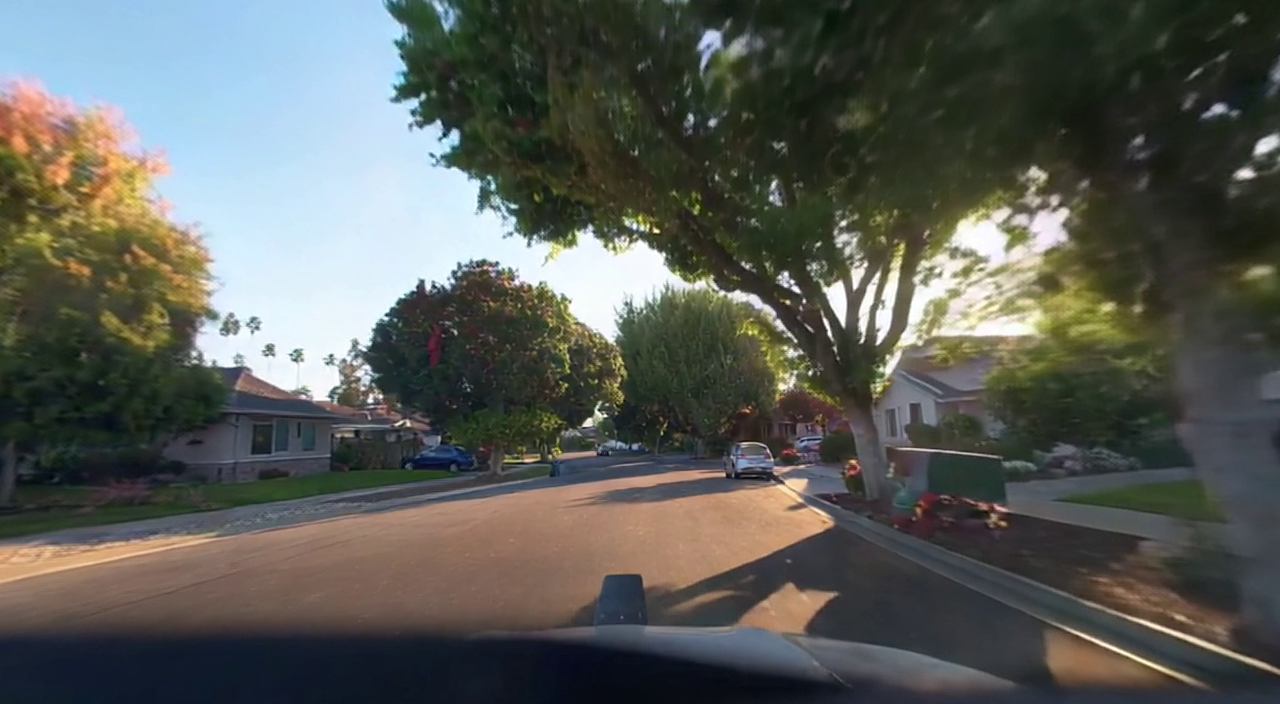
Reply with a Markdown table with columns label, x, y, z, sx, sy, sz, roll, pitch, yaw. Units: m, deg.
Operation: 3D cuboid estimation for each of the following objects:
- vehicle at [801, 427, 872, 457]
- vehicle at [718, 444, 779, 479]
| label | x | y | z | sx | sy | sz | roll | pitch | yaw |
| --- | --- | --- | --- | --- | --- | --- | --- | --- | --- |
| vehicle | 14.298 | 6.580 | 46.089 | 4.421 | 1.703 | 1.927 | -5 | -8 | -5 |
| vehicle | 5.081 | 5.212 | 30.320 | 2.088 | 1.522 | 4.449 | 0 | -9 | 0 |
